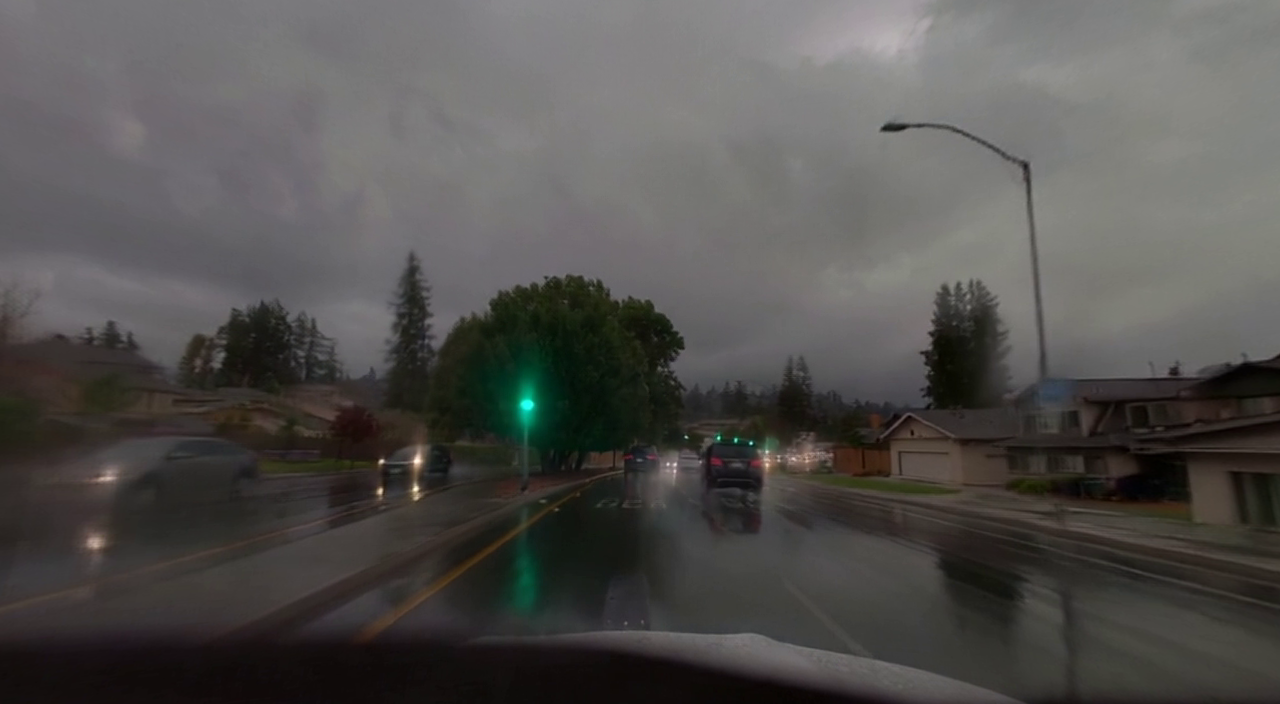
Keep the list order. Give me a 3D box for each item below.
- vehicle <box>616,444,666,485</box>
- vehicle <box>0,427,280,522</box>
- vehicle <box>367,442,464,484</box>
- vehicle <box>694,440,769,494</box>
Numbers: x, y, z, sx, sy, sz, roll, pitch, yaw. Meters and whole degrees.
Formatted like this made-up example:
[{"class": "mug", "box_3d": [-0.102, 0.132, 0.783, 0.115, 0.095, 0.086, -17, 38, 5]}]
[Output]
[{"class": "vehicle", "box_3d": [0.128, 5.356, 30.398, 2.185, 1.822, 4.391, 0, -8, 2]}, {"class": "vehicle", "box_3d": [-9.176, 2.256, 12.156, 1.829, 1.463, 4.403, 0, -8, 0]}, {"class": "vehicle", "box_3d": [-8.867, 4.405, 25.381, 1.991, 1.503, 4.688, -1, -8, 3]}, {"class": "vehicle", "box_3d": [3.297, 4.240, 23.610, 2.166, 1.799, 4.372, 0, -8, 0]}]
